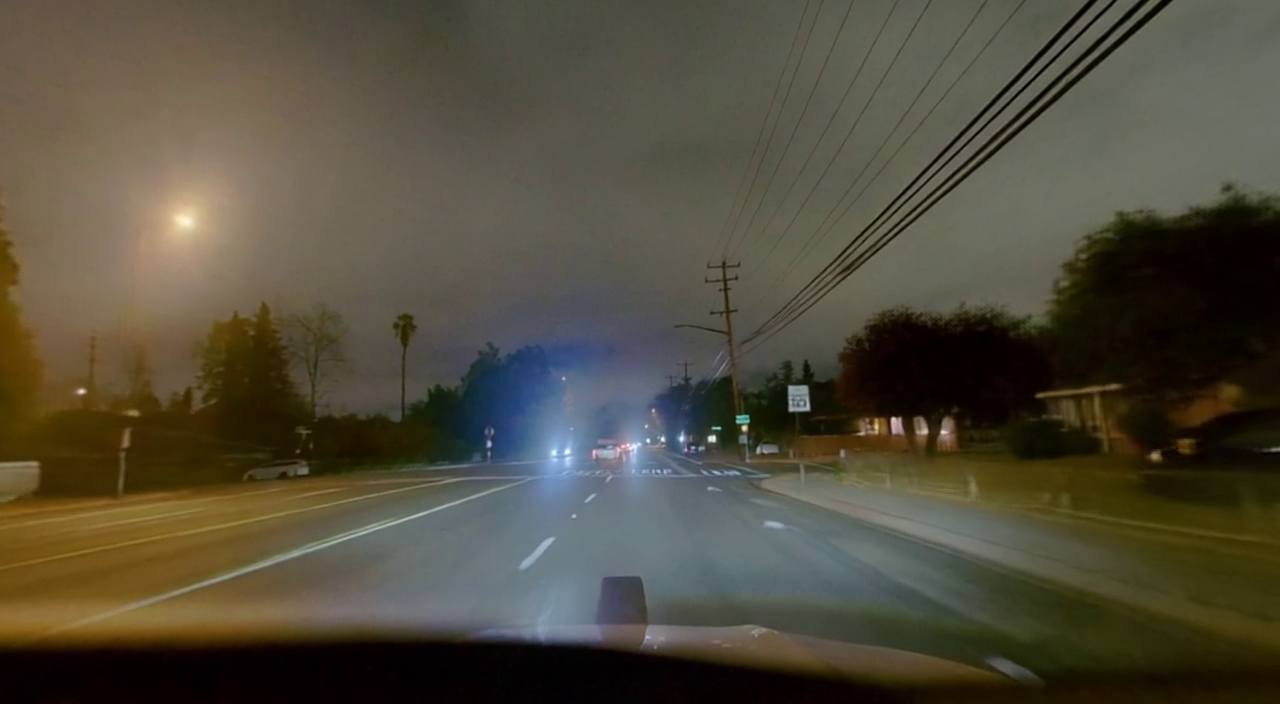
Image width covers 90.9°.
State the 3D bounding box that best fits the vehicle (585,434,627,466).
[{"bbox_3d":[-2.075,6.220,40.066,2.327,1.861,4.941,0,-9,1],"label":"vehicle"}]

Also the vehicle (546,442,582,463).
[{"bbox_3d":[-5.905,7.853,49.403,2.155,1.533,4.530,0,-9,2],"label":"vehicle"}]

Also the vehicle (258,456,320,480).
[{"bbox_3d":[-26.976,8.900,48.644,1.938,1.725,4.846,0,-9,0],"label":"vehicle"}]
